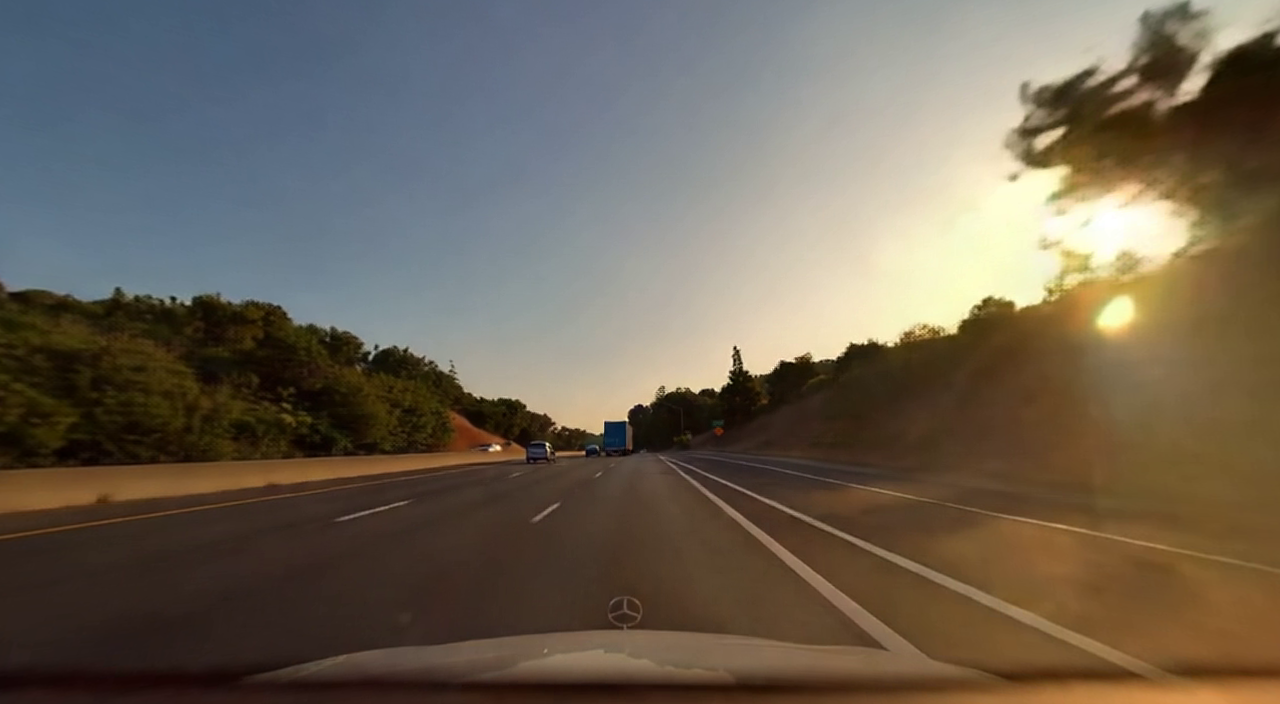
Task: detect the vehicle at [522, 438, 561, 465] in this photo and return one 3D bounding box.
[{"bbox_3d":[-7.065,7.146,45.586,2.043,1.828,4.436,0,-8,1],"label":"vehicle"}]
